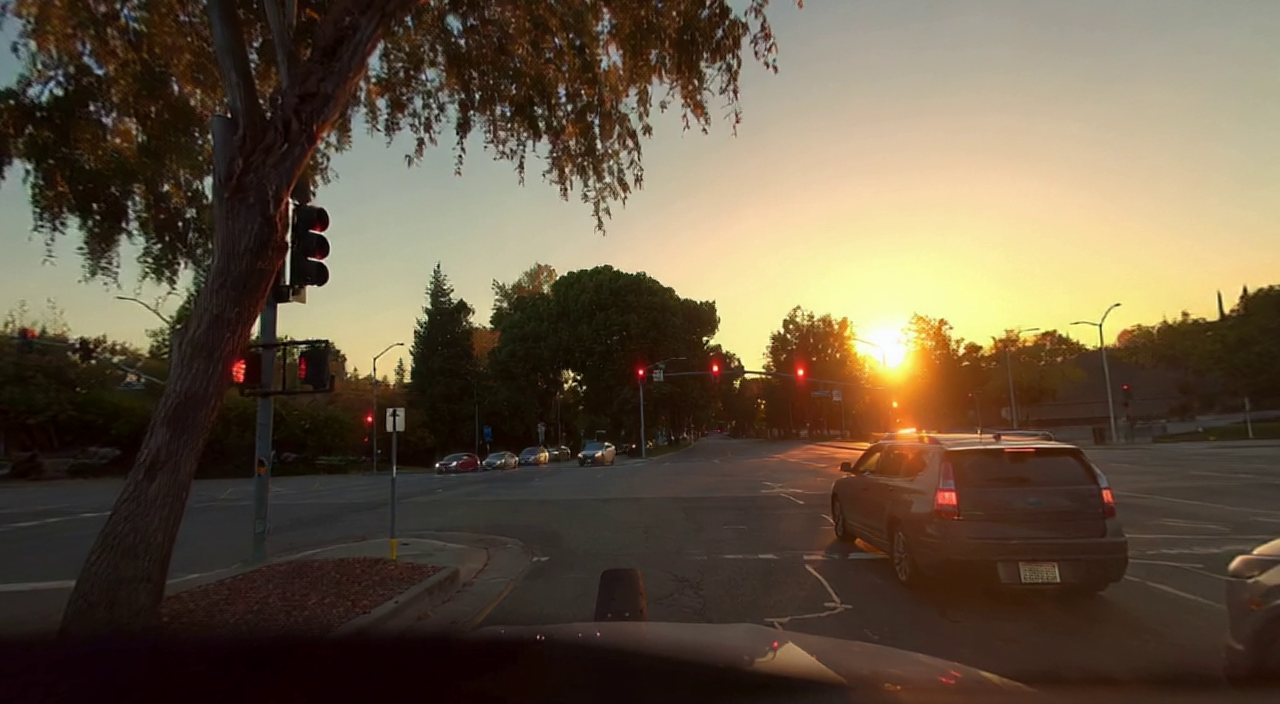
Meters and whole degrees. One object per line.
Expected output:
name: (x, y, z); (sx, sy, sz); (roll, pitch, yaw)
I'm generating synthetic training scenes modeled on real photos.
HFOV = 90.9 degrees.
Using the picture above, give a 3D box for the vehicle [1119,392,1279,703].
vehicle: (3.060, 0.621, 0.417); (1.978, 1.468, 4.544); (0, -9, 1)

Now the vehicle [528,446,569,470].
vehicle: (-6.547, 7.609, 45.508); (2.126, 1.657, 4.307); (-1, -9, 3)

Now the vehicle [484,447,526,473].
vehicle: (-9.771, 7.828, 45.921); (2.064, 1.725, 4.243); (0, -9, 1)

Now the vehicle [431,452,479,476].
vehicle: (-13.399, 8.113, 45.985); (2.101, 1.637, 4.304); (0, -9, 1)
